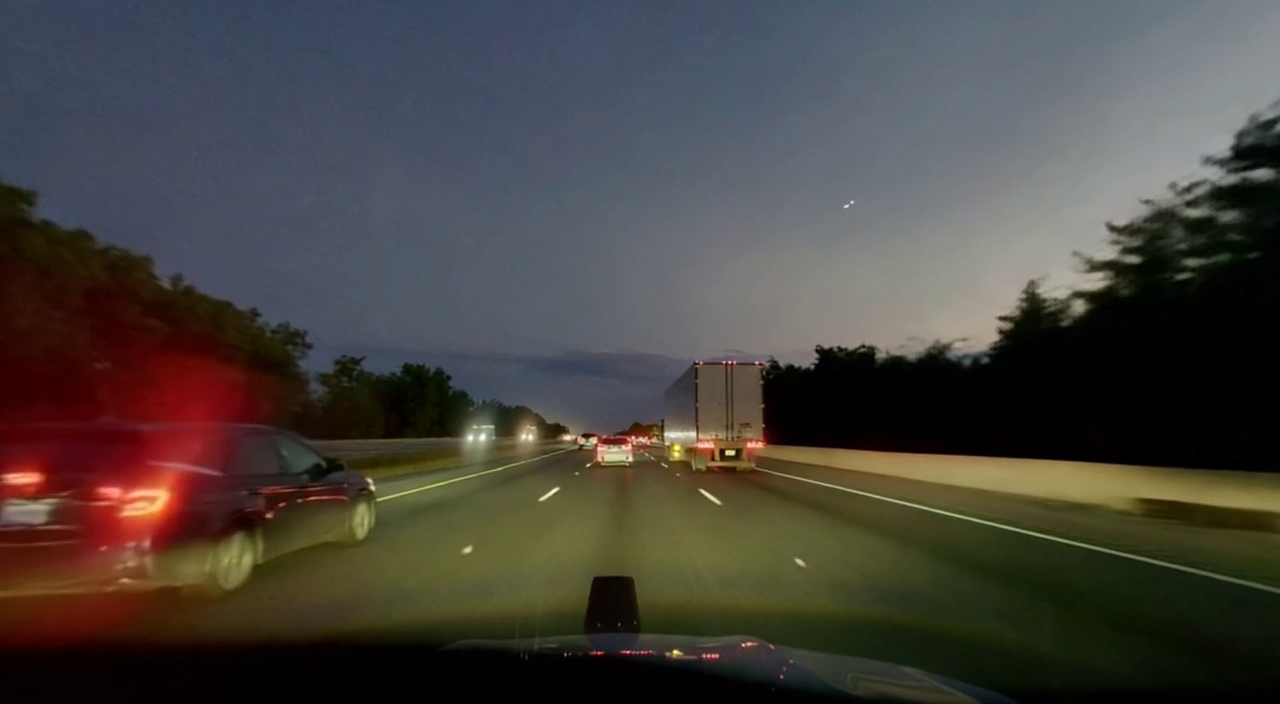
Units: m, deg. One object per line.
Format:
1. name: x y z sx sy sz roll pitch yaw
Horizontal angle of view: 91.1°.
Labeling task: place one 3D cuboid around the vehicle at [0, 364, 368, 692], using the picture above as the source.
1. vehicle: -4.497 1.222 5.365 2.264 1.699 4.648 0 -8 0

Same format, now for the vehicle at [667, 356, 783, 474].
1. vehicle: 3.279 3.189 29.278 2.946 4.111 14.652 0 -8 -2

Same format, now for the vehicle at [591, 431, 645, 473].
1. vehicle: -0.868 4.059 25.668 2.048 1.563 4.087 0 -8 -1
